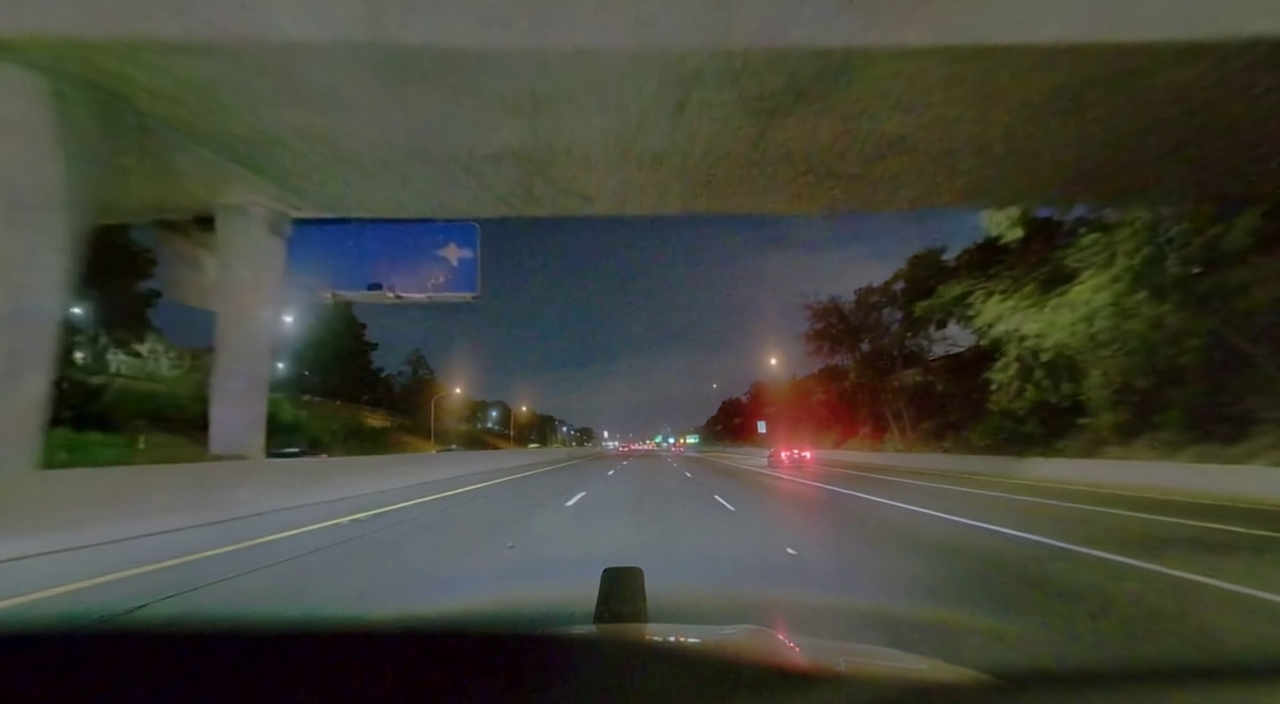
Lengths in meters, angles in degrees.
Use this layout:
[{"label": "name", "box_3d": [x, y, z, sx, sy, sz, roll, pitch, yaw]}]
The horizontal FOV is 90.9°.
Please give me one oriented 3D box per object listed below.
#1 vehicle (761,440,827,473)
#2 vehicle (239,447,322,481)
[{"label": "vehicle", "box_3d": [7.258, 4.966, 30.204, 1.914, 1.465, 4.574, 0, -8, -1]}, {"label": "vehicle", "box_3d": [-17.991, 5.568, 31.770, 1.812, 1.571, 3.983, 0, -8, 0]}]
